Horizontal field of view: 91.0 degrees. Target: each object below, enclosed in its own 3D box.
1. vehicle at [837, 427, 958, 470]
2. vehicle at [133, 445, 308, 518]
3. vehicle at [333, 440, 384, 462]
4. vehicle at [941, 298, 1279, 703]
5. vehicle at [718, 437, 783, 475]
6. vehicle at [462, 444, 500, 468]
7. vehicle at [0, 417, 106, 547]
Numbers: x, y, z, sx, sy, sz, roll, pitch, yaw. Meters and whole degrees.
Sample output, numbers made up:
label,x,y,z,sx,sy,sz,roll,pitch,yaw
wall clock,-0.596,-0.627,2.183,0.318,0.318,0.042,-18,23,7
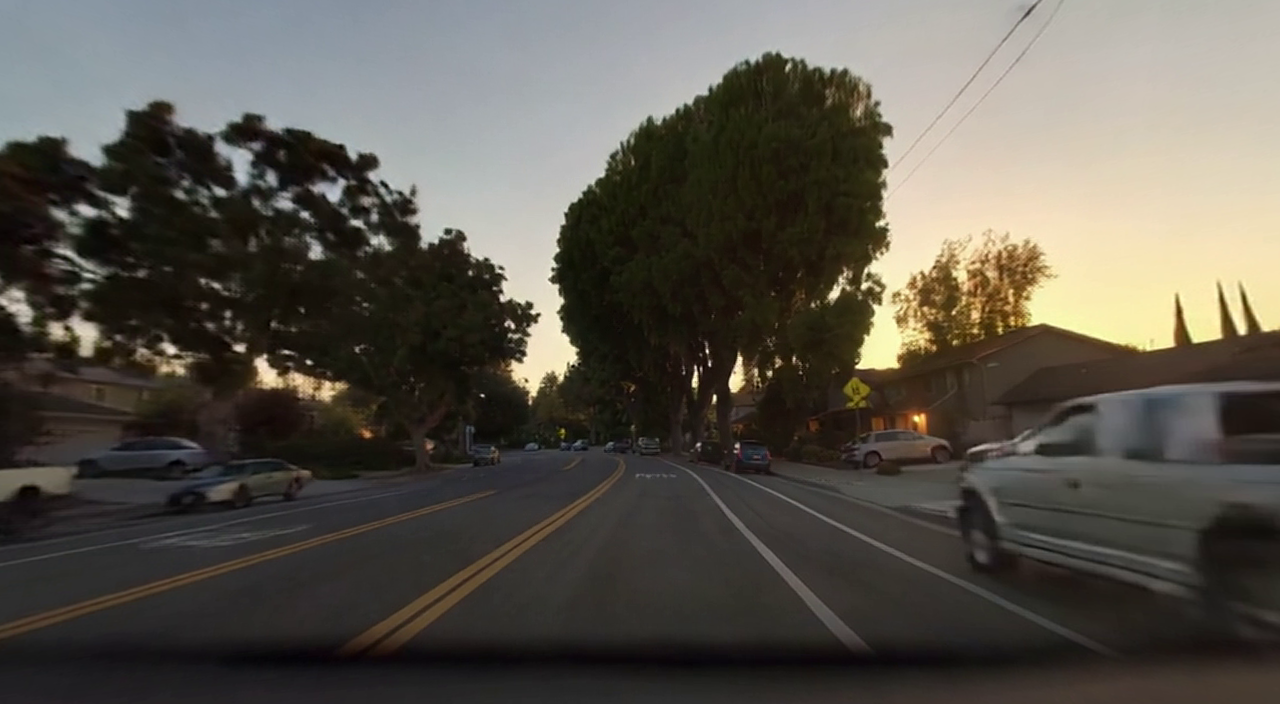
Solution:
label,x,y,z,sx,sy,sz,roll,pitch,yaw
vehicle,12.375,4.646,30.436,4.882,1.766,2.040,-2,-8,-2
vehicle,-10.934,3.417,16.856,1.967,1.488,4.216,-5,-10,-3
vehicle,-19.701,6.937,44.265,1.942,1.464,4.537,1,-9,-7
vehicle,4.520,0.934,3.607,2.574,2.156,6.672,3,-8,2
vehicle,5.794,5.511,33.875,1.954,1.732,6.409,3,-8,-3
vehicle,-11.961,7.825,47.600,2.292,1.499,4.661,-3,-8,-9
vehicle,-11.158,1.995,8.944,2.450,1.998,5.367,-5,-9,1
